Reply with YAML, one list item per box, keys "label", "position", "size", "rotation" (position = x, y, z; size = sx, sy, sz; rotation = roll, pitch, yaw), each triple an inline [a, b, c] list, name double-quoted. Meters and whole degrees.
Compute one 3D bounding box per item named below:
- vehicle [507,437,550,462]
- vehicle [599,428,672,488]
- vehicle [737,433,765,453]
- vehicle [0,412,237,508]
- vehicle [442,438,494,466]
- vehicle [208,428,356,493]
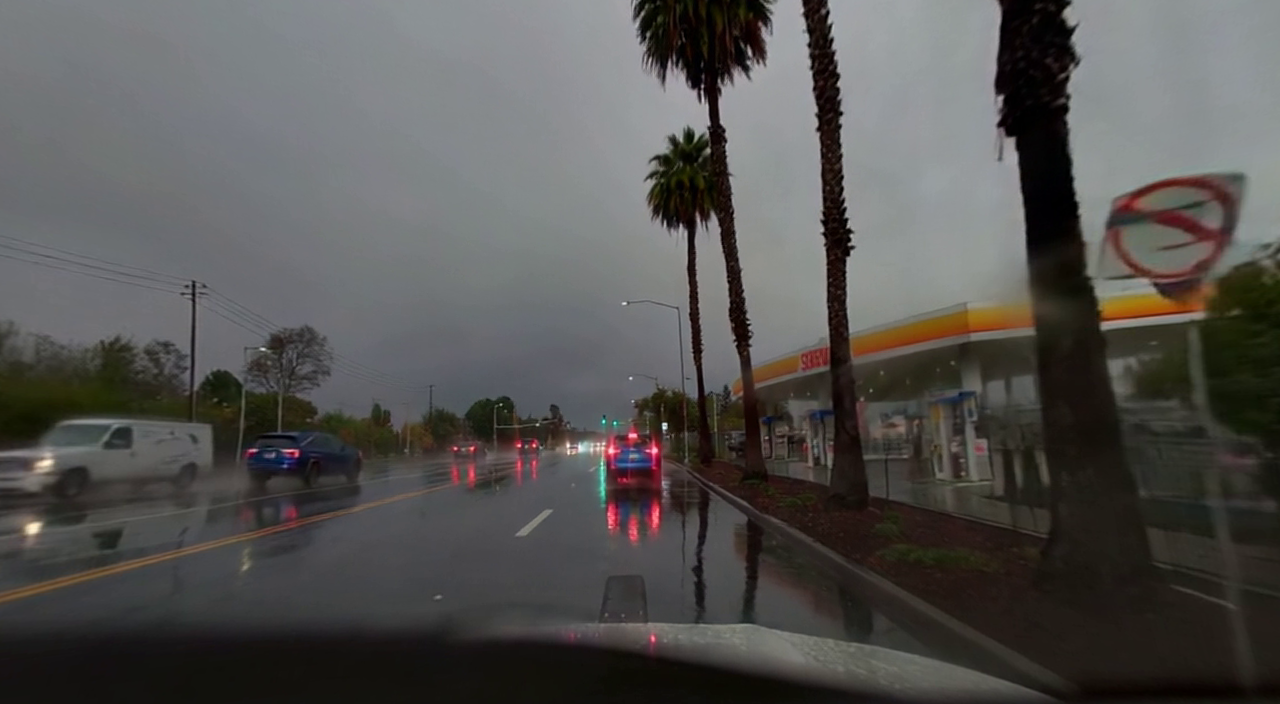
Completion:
- label: "vehicle"
  position: [-7.478, 6.574, 42.476]
  size: [2.099, 1.608, 4.420]
  rotation: [0, -9, 0]
- label: "vehicle"
  position: [-0.102, 3.371, 20.201]
  size: [2.121, 1.710, 3.893]
  rotation: [0, -9, 1]
- label: "vehicle"
  position: [7.979, 6.583, 45.341]
  size: [1.837, 1.416, 3.947]
  rotation: [-1, -9, 9]
- label: "vehicle"
  position: [-15.404, 3.119, 18.649]
  size: [2.726, 2.339, 6.253]
  rotation: [0, -9, -1]
- label: "vehicle"
  position: [-11.136, 6.508, 41.055]
  size: [1.998, 1.731, 4.952]
  rotation: [0, -9, 0]
- label: "vehicle"
  position: [-10.724, 3.267, 19.265]
  size: [1.965, 1.743, 4.327]
  rotation: [0, -9, 0]
